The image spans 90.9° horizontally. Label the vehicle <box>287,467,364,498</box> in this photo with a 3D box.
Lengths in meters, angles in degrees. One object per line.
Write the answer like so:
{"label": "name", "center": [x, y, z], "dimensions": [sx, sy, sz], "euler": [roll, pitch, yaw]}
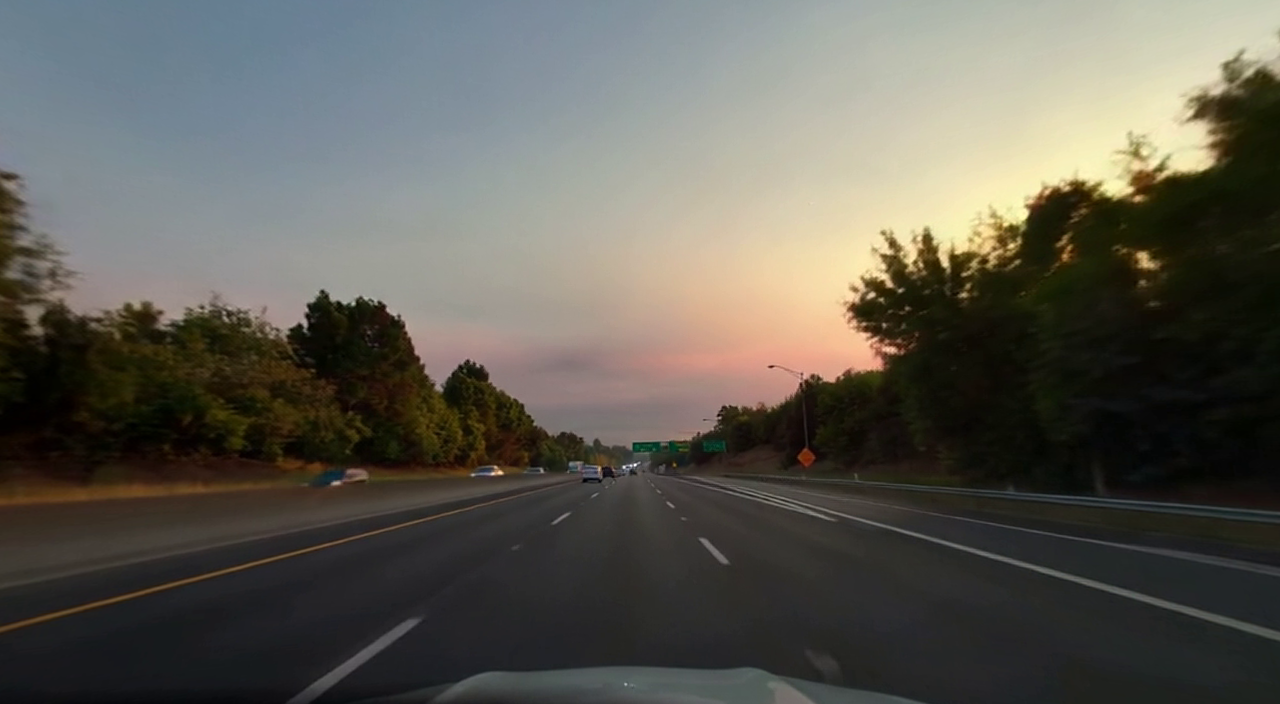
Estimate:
{"label": "vehicle", "center": [-16.574, 6.885, 33.447], "dimensions": [1.870, 1.442, 4.119], "euler": [1, -11, 0]}
